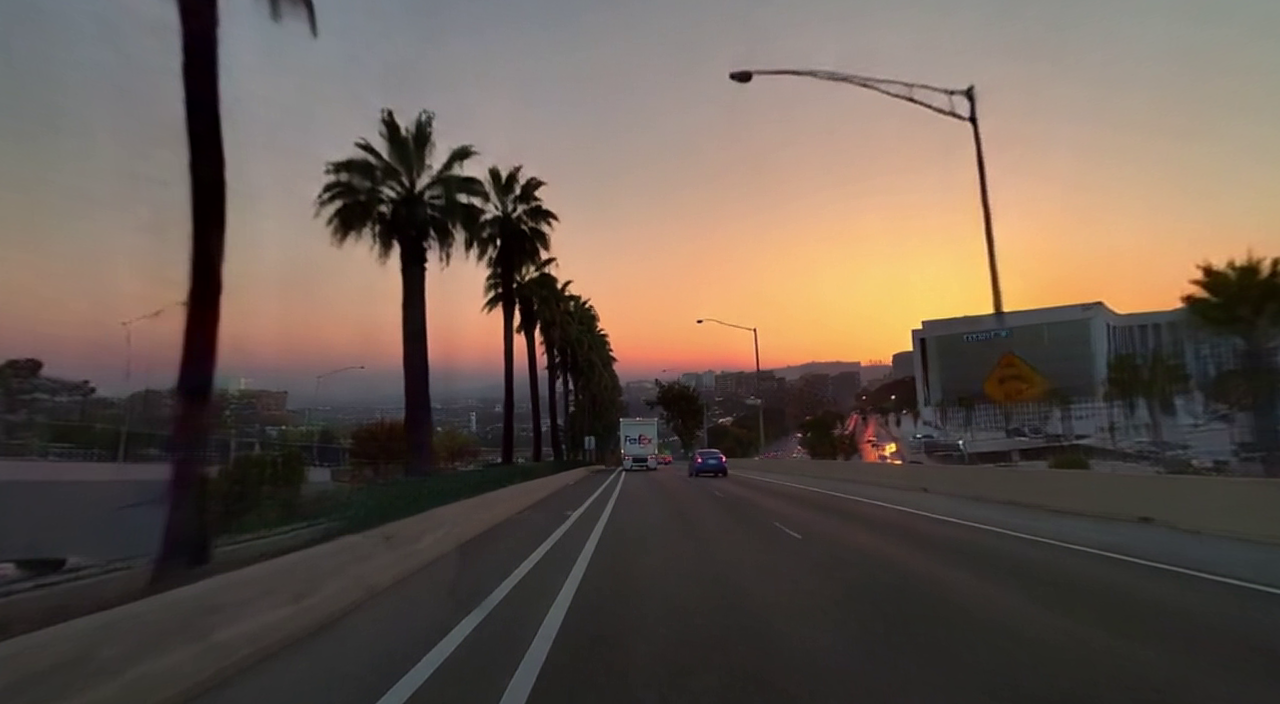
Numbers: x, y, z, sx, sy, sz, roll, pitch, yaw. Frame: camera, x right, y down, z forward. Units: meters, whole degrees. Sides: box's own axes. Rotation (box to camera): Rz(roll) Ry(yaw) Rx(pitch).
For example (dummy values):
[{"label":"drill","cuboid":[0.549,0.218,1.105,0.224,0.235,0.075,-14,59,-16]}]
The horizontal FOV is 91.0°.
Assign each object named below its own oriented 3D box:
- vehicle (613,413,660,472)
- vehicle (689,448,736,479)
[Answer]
[{"label":"vehicle","cuboid":[-0.287,7.226,49.914,3.243,4.134,11.656,0,-9,0]},{"label":"vehicle","cuboid":[3.836,5.968,33.987,1.966,1.558,4.238,0,-9,-1]}]
